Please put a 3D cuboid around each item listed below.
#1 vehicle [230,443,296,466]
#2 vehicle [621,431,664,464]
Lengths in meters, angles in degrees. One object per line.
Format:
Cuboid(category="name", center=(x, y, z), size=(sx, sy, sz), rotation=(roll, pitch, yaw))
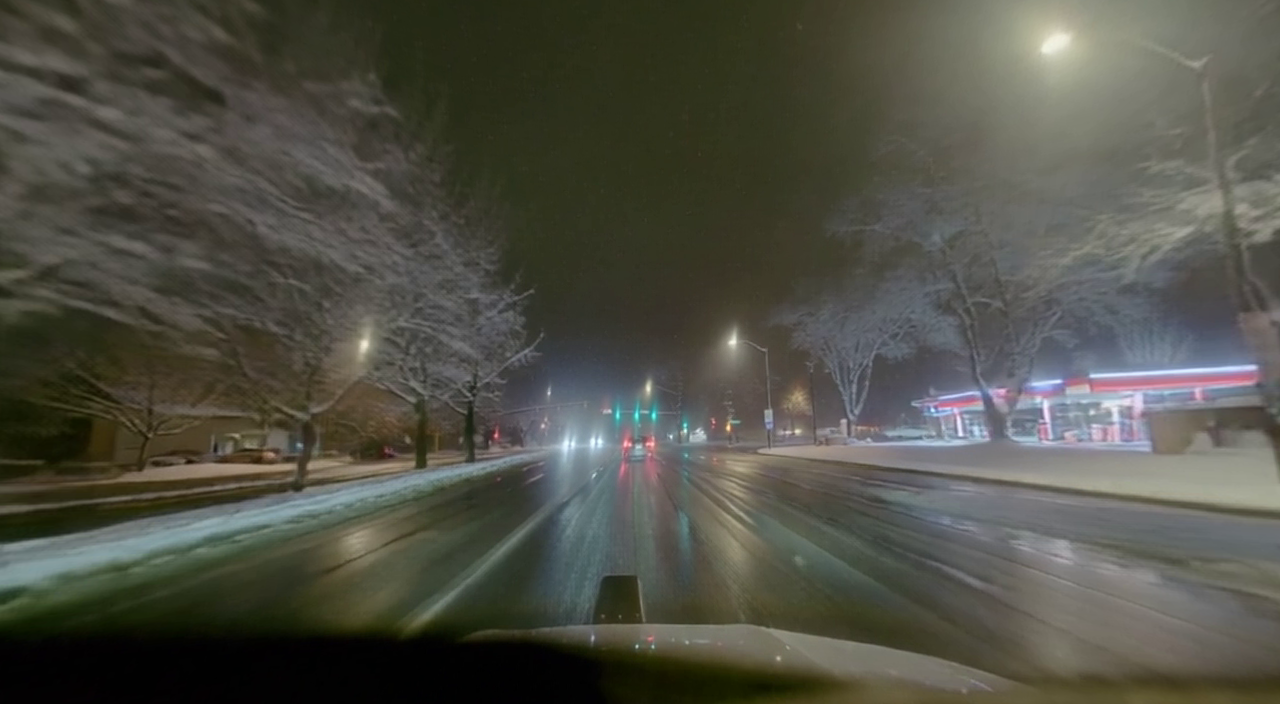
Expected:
Cuboid(category="vehicle", center=(-28.679, 7.783, 47.856), size=(4.749, 1.666, 1.859), rotation=(-4, -9, 25))
Cuboid(category="vehicle", center=(0.108, 5.327, 35.136), size=(2.213, 1.715, 4.242), rotation=(0, -8, 0))
